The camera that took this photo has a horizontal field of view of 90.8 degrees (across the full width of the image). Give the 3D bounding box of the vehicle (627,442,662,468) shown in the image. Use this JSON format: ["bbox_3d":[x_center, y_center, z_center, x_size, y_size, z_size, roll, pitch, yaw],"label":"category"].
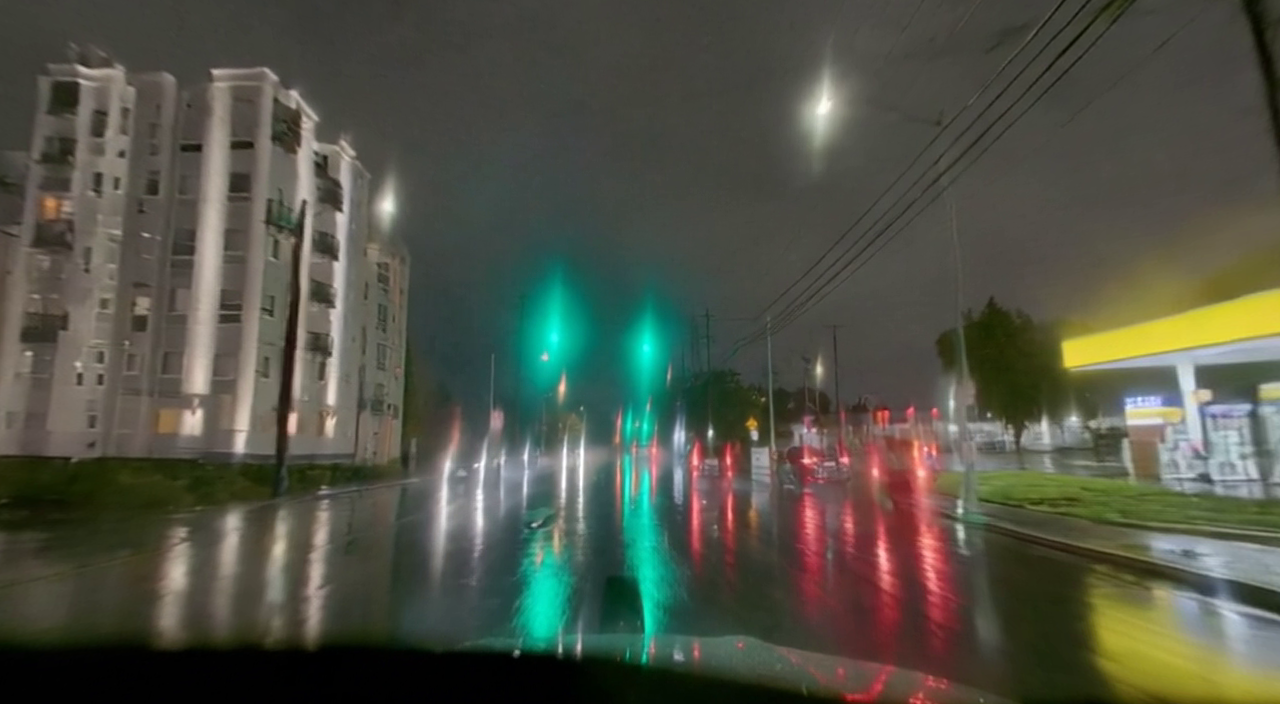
[{"bbox_3d":[0.310,6.293,38.708,1.999,1.487,3.939,0,-8,1],"label":"vehicle"}]

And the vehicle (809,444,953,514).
[{"bbox_3d":[5.886,3.112,16.109,1.914,1.513,4.474,0,-8,1],"label":"vehicle"}]

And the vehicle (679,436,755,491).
[{"bbox_3d":[2.491,3.728,21.534,1.945,1.647,4.160,0,-8,-2],"label":"vehicle"}]

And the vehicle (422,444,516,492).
[{"bbox_3d":[-5.832,3.974,22.155,2.033,1.495,4.216,0,-8,1],"label":"vehicle"}]
